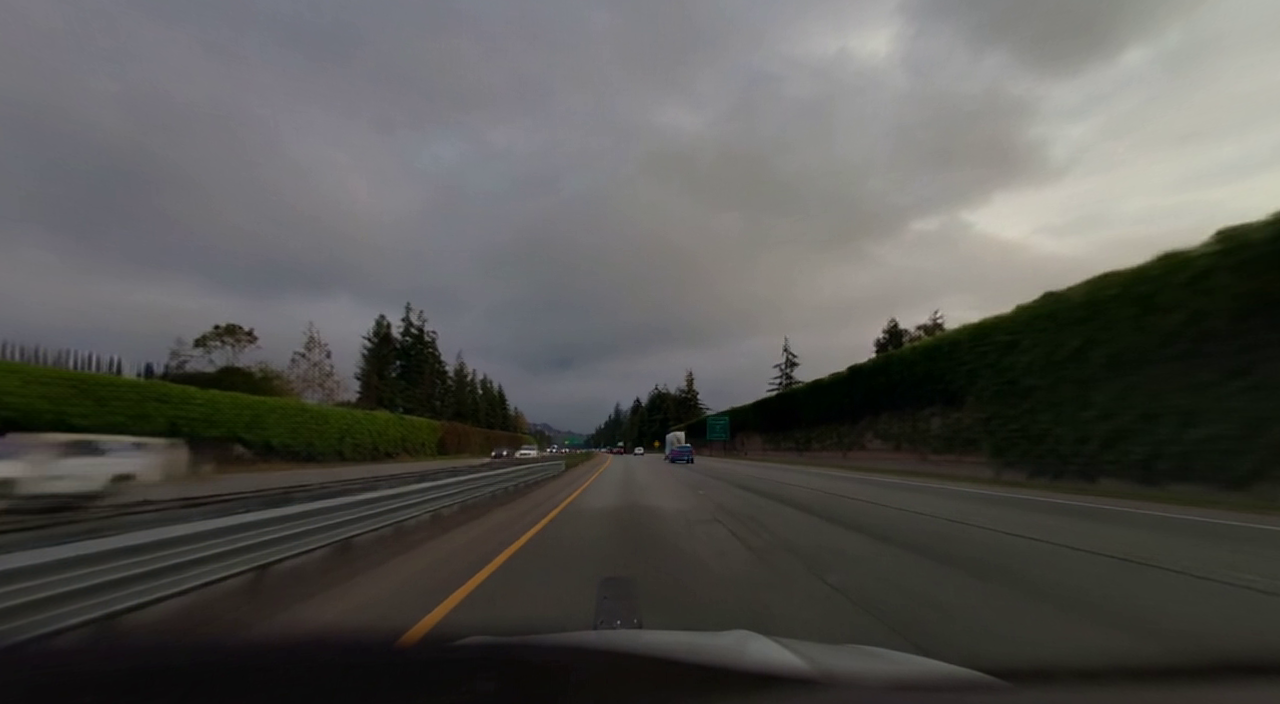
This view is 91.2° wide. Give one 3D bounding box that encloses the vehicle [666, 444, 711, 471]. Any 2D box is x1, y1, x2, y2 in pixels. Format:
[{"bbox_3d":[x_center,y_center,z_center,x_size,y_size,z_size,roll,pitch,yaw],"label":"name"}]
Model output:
[{"bbox_3d":[2.888,6.390,38.126,2.244,1.498,4.338,0,-9,-2],"label":"vehicle"}]
